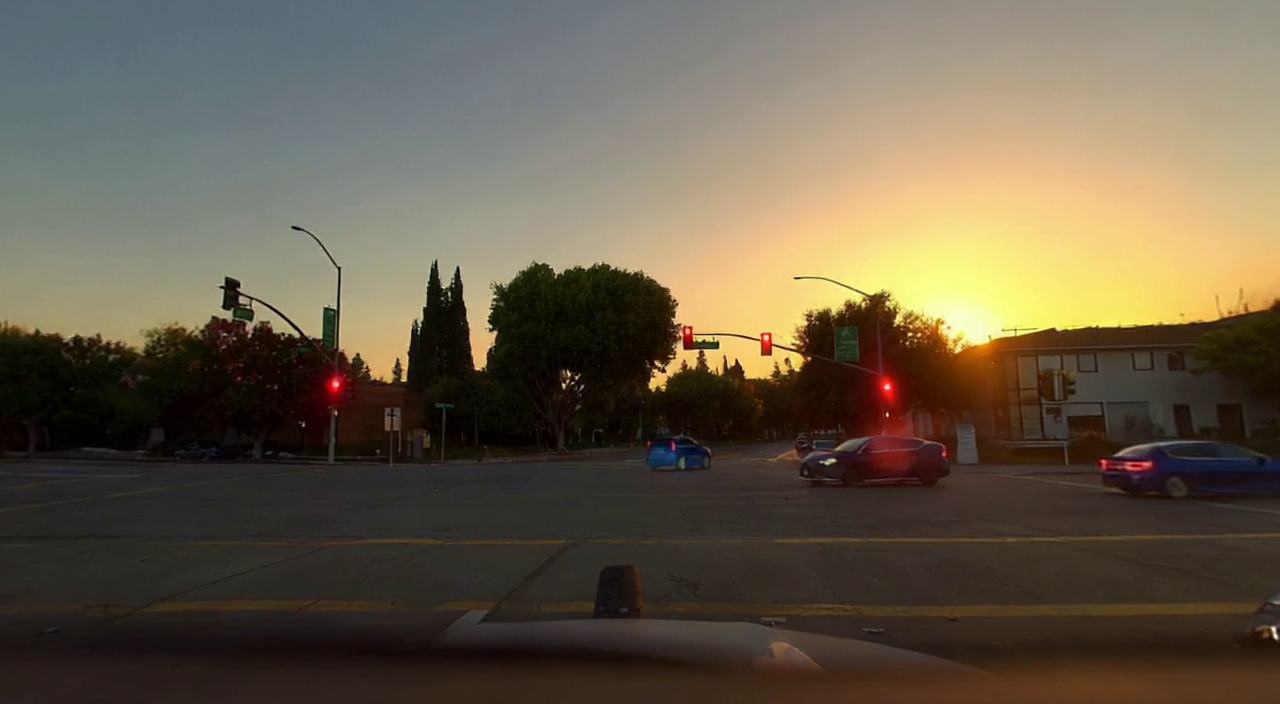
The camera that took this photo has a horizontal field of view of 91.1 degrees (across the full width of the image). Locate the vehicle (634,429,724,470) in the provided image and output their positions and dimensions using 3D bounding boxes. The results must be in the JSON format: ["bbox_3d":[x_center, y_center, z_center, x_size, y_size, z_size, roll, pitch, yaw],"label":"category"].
[{"bbox_3d":[1.910,4.593,29.641,1.994,1.753,4.346,-7,-11,40],"label":"vehicle"}]

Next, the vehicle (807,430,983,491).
[{"bbox_3d":[7.941,3.394,19.842,4.580,1.768,2.134,1,-8,-7],"label":"vehicle"}]

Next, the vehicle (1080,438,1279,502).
[{"bbox_3d":[14.878,3.067,16.589,5.000,1.559,1.960,0,-8,-1],"label":"vehicle"}]

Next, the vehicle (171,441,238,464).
[{"bbox_3d":[-29.110,6.700,42.046,1.696,1.431,3.686,-1,-8,3],"label":"vehicle"}]
